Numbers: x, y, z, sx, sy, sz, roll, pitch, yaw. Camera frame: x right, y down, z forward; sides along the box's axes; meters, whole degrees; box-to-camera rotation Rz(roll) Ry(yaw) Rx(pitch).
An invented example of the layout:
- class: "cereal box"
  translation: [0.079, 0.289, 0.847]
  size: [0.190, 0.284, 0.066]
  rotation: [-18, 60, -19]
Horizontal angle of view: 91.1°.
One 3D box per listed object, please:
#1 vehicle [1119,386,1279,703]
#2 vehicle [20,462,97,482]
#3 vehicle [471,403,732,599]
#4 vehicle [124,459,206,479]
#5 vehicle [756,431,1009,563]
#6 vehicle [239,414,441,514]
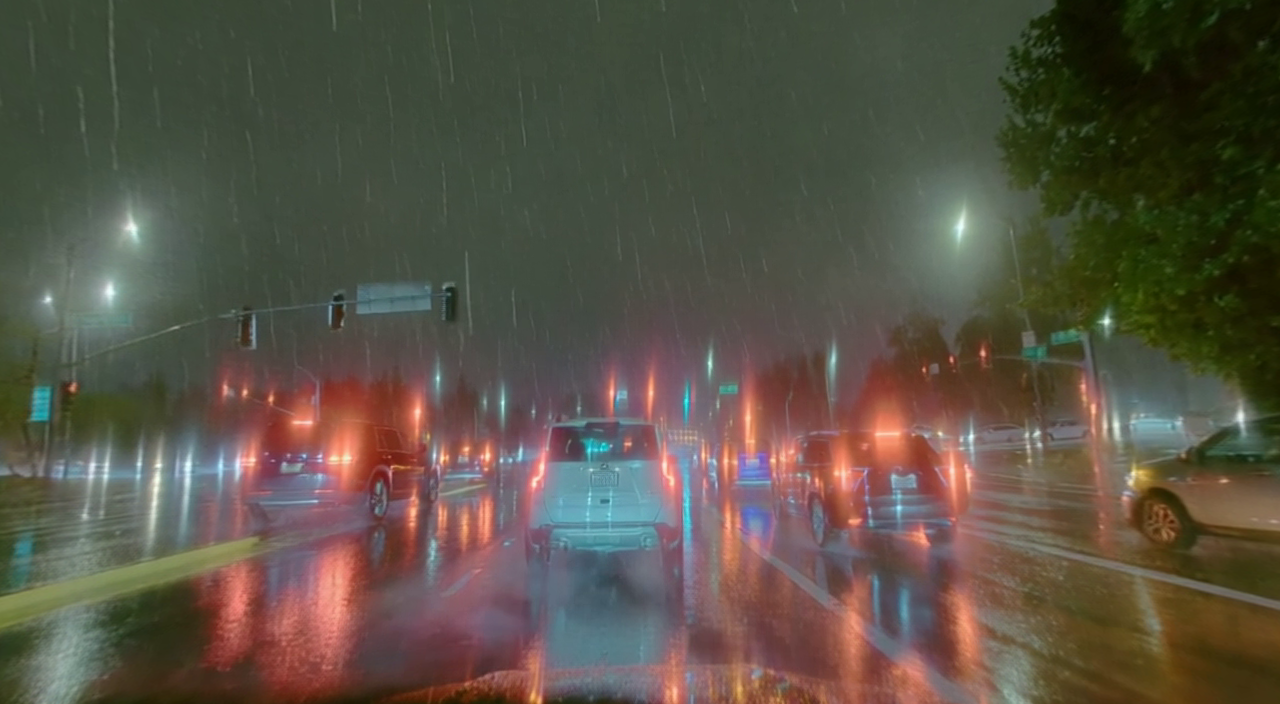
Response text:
- class: "vehicle"
  translation: [3.301, 0.666, 0.785]
  size: [1.980, 1.515, 4.362]
  rotation: [0, -9, 1]
- class: "vehicle"
  translation: [-45.661, 9.413, 49.336]
  size: [4.232, 1.498, 1.791]
  rotation: [0, -9, 1]
- class: "vehicle"
  translation: [-0.312, 1.600, 7.565]
  size: [2.256, 1.694, 4.055]
  rotation: [0, -9, 1]
- class: "vehicle"
  translation: [-37.352, 9.162, 49.400]
  size: [4.914, 1.487, 1.850]
  rotation: [0, -9, 1]
- class: "vehicle"
  translation: [3.163, 1.981, 9.403]
  size: [1.971, 1.473, 4.495]
  rotation: [0, -8, 0]
- class: "vehicle"
  translation: [-6.721, 2.589, 14.930]
  size: [2.214, 1.953, 5.017]
  rotation: [0, -9, 1]
